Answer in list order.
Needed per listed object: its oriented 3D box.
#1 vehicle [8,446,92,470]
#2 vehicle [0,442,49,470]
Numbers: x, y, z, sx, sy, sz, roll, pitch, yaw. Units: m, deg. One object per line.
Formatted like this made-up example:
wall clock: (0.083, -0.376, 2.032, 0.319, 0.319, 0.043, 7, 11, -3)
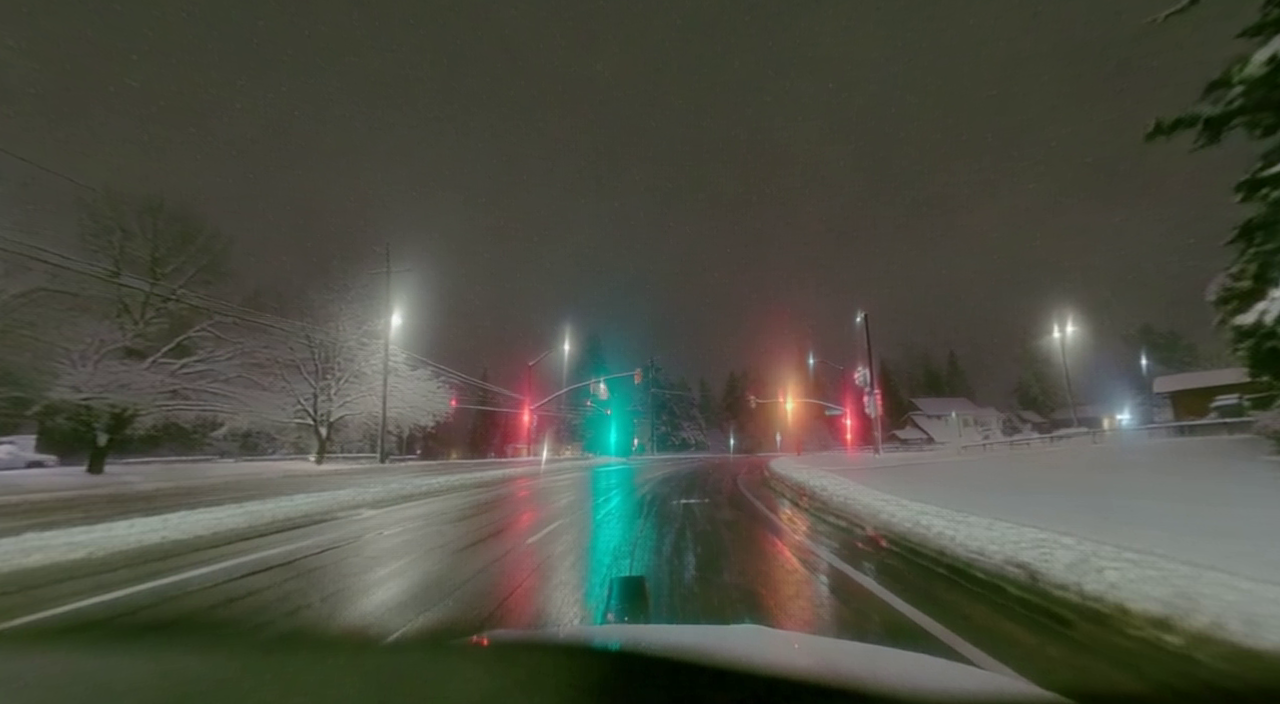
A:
vehicle: (-36.933, 6.609, 39.514, 3.737, 1.444, 1.680, -1, -9, 6)
vehicle: (-37.270, 6.086, 36.853, 3.771, 1.554, 1.826, -1, -9, 7)
